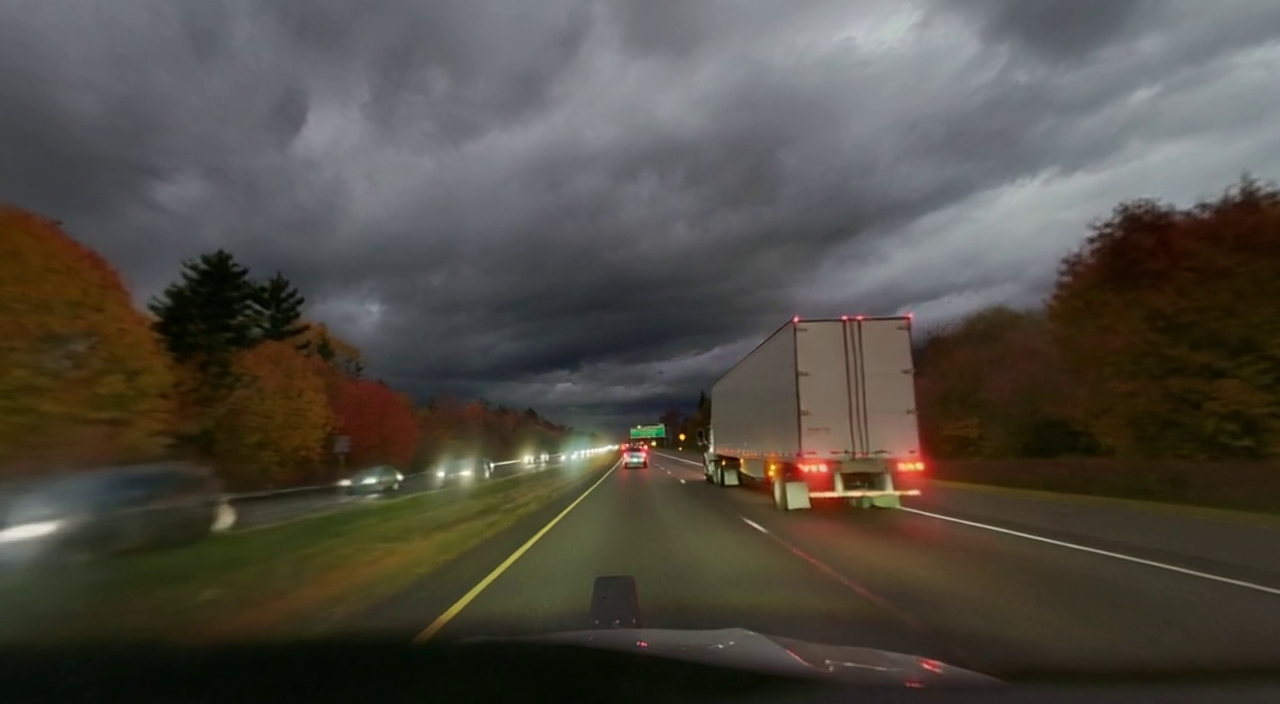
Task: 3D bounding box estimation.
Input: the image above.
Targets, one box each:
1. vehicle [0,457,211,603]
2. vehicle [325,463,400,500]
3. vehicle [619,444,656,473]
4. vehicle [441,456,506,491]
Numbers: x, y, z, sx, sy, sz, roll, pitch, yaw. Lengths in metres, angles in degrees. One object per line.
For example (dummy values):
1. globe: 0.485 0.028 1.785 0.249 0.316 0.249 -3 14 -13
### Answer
1. vehicle: -8.684 2.416 9.085 1.967 1.682 4.187 0 -9 -1
2. vehicle: -13.314 6.224 30.348 1.842 1.527 3.921 -1 -9 0
3. vehicle: -0.183 6.654 39.351 2.168 1.705 4.272 -1 -9 -1
4. vehicle: -8.489 6.227 32.449 2.068 1.560 4.870 -1 -9 0
